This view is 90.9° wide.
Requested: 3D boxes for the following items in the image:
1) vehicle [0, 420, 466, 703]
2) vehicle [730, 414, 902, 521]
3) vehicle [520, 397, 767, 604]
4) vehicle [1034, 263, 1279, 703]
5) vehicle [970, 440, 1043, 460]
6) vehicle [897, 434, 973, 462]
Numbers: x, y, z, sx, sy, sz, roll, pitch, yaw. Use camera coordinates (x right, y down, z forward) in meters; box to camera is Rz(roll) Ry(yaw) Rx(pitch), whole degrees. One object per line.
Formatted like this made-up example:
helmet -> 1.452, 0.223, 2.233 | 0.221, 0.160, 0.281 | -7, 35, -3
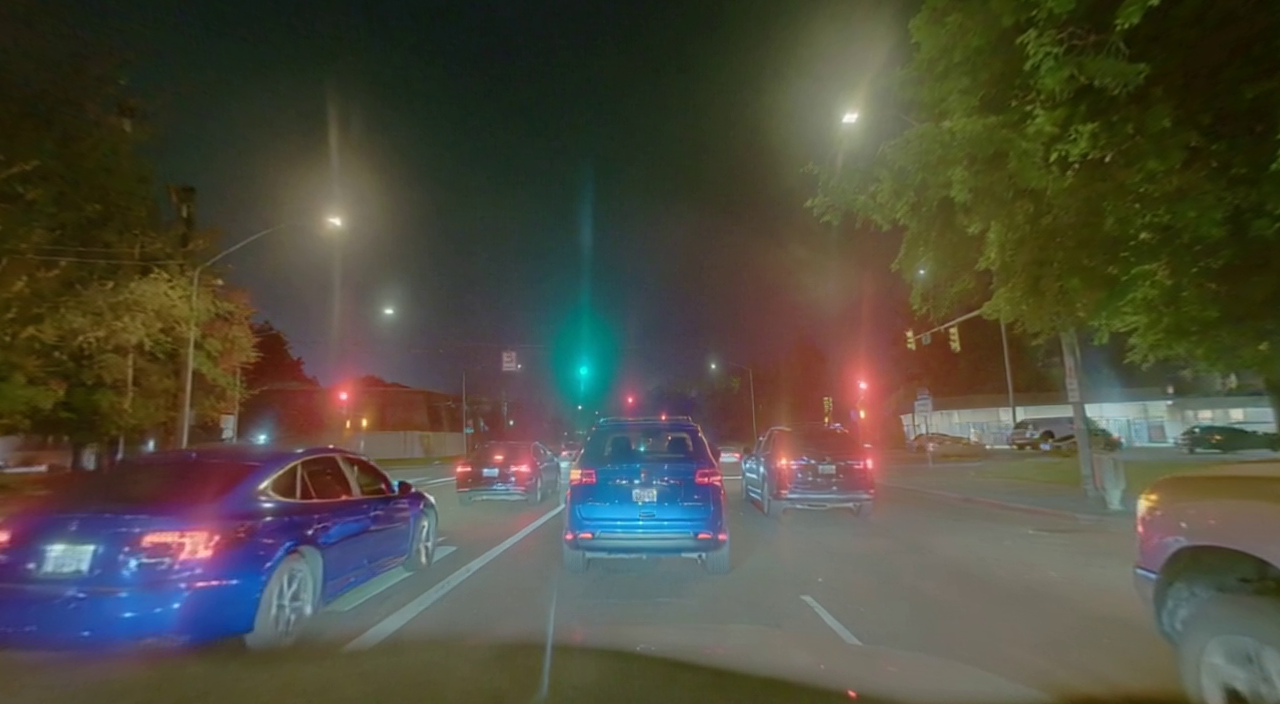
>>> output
vehicle -> -3.151, 1.436, 5.557 | 1.909, 1.476, 4.751 | 0, -8, -1
vehicle -> 3.530, 2.470, 14.052 | 2.408, 1.908, 5.355 | 0, -8, 1
vehicle -> 0.043, 1.566, 7.449 | 2.113, 1.768, 3.901 | 0, -8, 0
vehicle -> 3.321, 0.395, 0.240 | 2.571, 1.857, 5.841 | 0, -8, 0
vehicle -> 26.358, 7.049, 45.395 | 4.180, 1.376, 1.583 | 0, -8, 2
vehicle -> 21.357, 6.964, 45.758 | 4.437, 1.863, 2.068 | 0, -6, 3
